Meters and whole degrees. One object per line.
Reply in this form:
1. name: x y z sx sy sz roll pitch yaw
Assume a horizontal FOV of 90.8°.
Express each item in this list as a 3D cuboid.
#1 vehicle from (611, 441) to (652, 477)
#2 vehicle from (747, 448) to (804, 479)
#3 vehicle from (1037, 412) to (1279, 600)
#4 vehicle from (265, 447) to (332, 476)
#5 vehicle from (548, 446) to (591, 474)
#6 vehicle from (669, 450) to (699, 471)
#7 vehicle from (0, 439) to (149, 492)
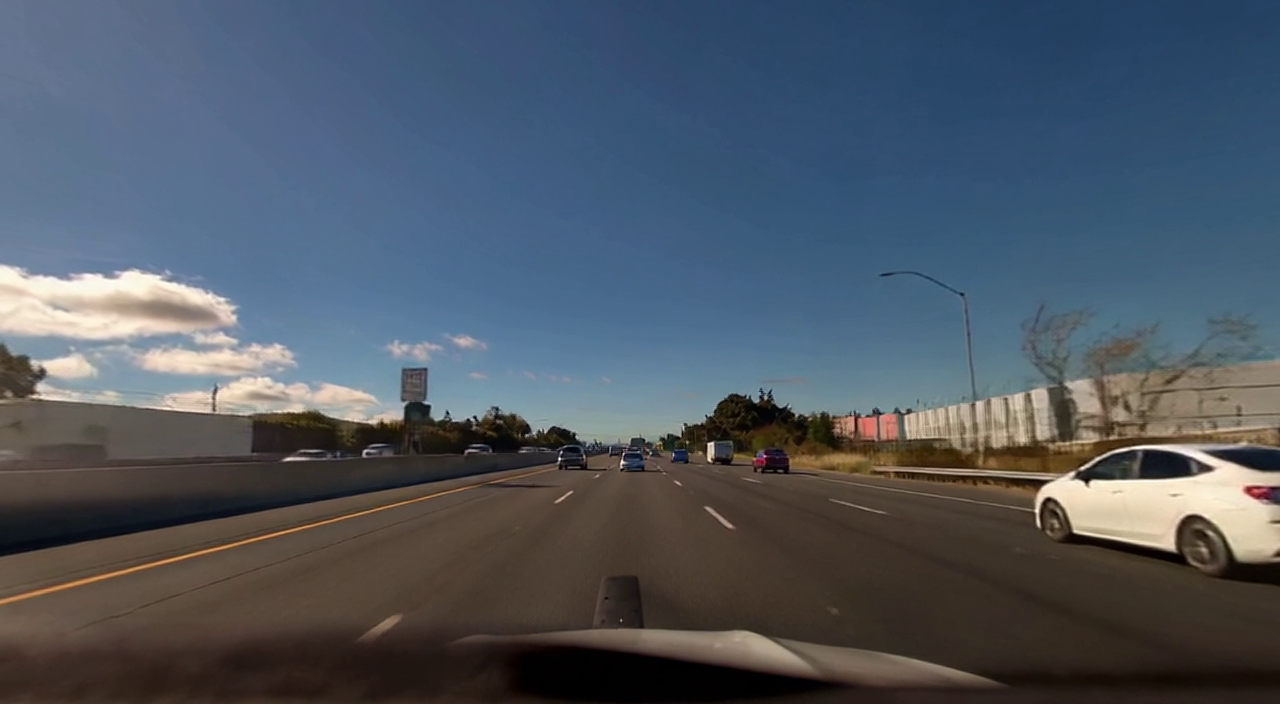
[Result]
1. vehicle: -0.405 5.609 33.356 2.002 1.759 4.658 0 -9 0
2. vehicle: 6.810 5.632 32.196 1.879 1.428 4.402 0 -9 -1
3. vehicle: 6.700 1.570 6.903 1.944 1.666 4.184 0 -9 0
4. vehicle: -17.892 5.740 33.240 1.591 1.409 3.326 0 -9 0
5. vehicle: -4.307 6.663 39.354 2.126 1.631 4.643 0 -9 1
6. vehicle: 3.074 7.662 44.712 1.816 1.353 3.809 0 -9 -1
7. vehicle: -17.881 3.539 20.000 1.687 1.511 3.610 0 -9 0
